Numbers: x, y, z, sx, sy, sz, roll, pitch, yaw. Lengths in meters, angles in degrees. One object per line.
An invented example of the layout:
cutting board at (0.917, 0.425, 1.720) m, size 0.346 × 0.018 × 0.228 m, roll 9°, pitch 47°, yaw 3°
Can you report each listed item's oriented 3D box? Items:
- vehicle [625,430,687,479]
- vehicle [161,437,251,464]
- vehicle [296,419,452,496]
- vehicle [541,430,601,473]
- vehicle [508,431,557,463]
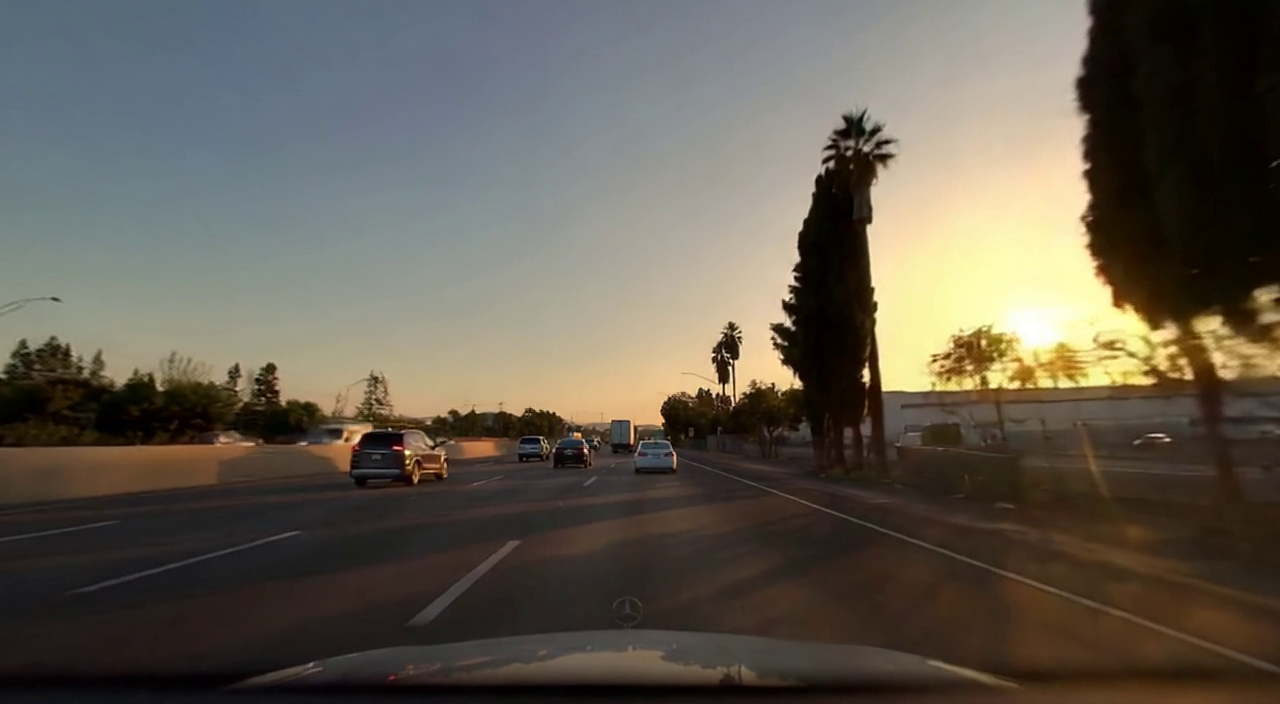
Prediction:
vehicle at (0.563, 3.876, 24.080) m, size 2.136 × 1.678 × 4.052 m, roll 0°, pitch -8°, yaw 0°
vehicle at (-27.486, 6.246, 40.173) m, size 1.946 × 1.526 × 5.273 m, roll -1°, pitch -8°, yaw 1°
vehicle at (-6.907, 2.792, 17.080) m, size 2.105 × 1.790 × 4.689 m, roll 0°, pitch -8°, yaw 1°
vehicle at (-3.067, 4.538, 28.999) m, size 2.108 × 1.832 × 4.549 m, roll 0°, pitch -8°, yaw 1°
vehicle at (-6.793, 6.080, 40.434) m, size 2.085 × 1.932 × 4.967 m, roll 0°, pitch -8°, yaw 2°
